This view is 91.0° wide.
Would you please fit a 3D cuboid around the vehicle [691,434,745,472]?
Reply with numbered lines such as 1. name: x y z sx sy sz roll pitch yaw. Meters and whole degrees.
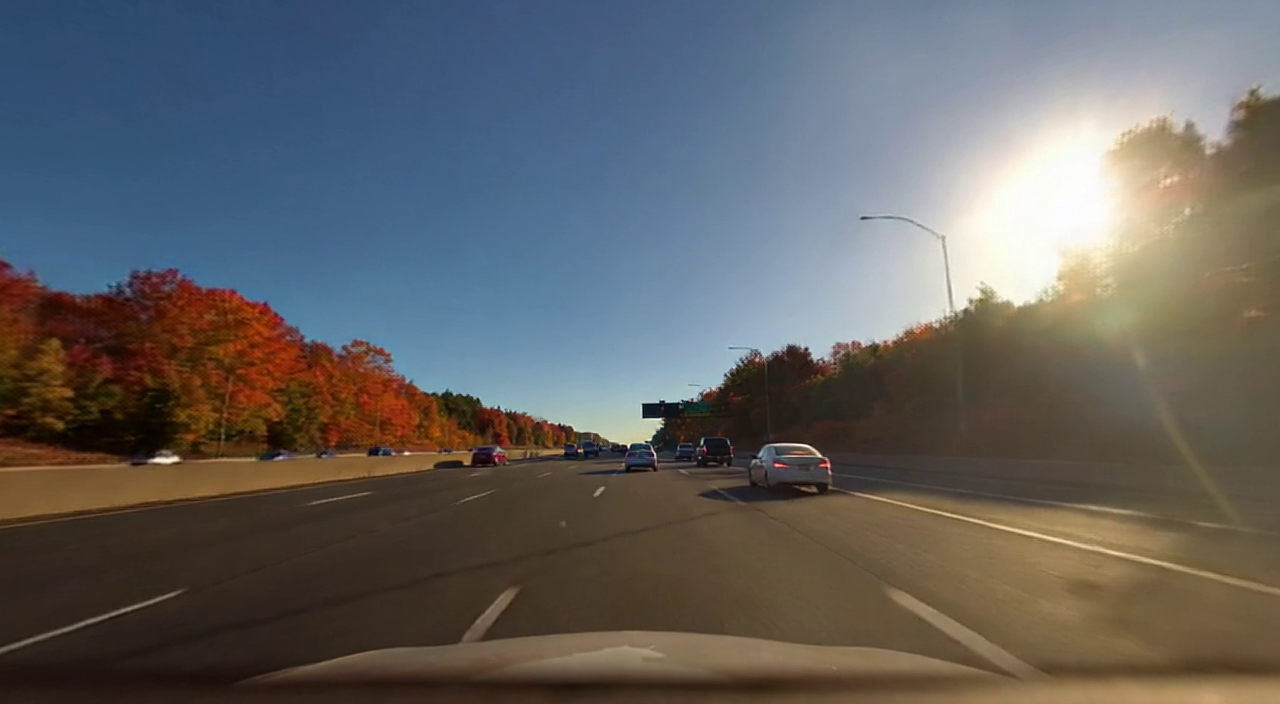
1. vehicle: 4.321 5.733 35.950 2.388 1.998 5.749 0 -9 0

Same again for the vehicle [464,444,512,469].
1. vehicle: -9.794 6.757 40.890 1.989 1.529 4.433 0 -9 1

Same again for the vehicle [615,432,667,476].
1. vehicle: 0.040 5.057 31.395 2.372 1.957 5.121 0 -9 0

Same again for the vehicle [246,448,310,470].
1. vehicle: -27.572 8.130 48.123 1.931 1.602 4.826 0 -9 1

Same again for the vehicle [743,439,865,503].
1. vehicle: 4.285 3.185 17.367 2.057 1.508 4.767 0 -9 0
